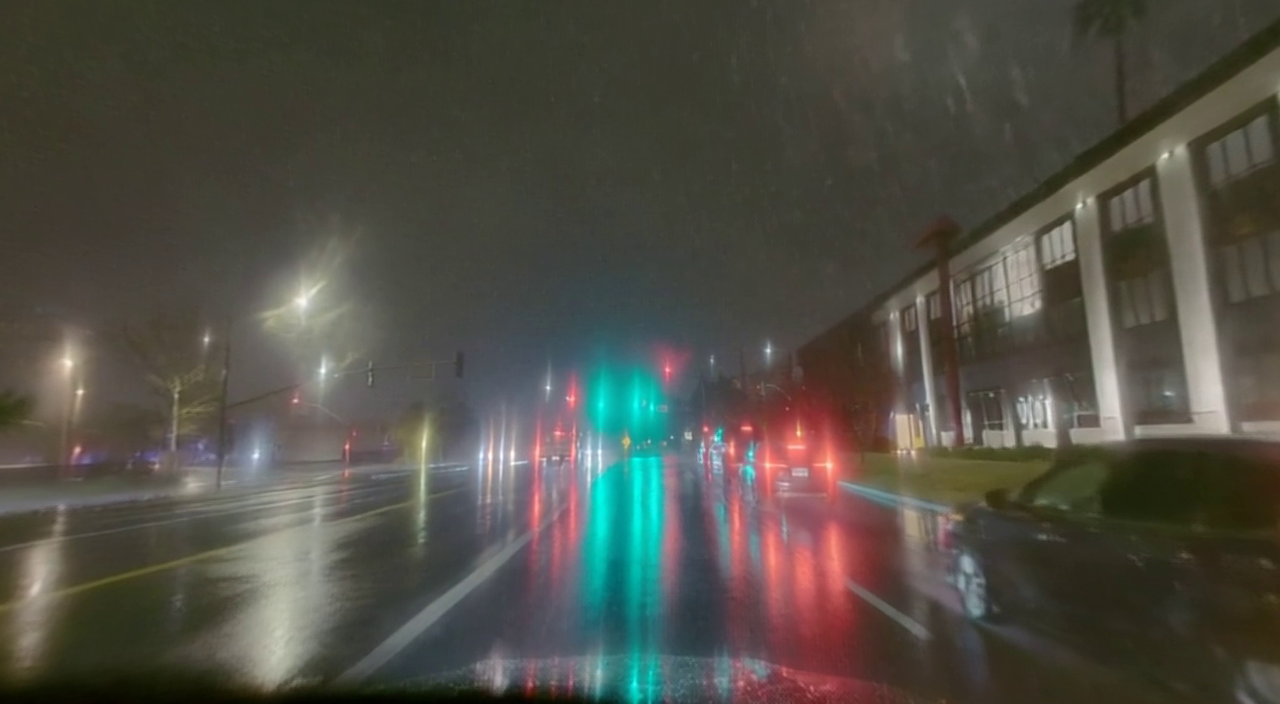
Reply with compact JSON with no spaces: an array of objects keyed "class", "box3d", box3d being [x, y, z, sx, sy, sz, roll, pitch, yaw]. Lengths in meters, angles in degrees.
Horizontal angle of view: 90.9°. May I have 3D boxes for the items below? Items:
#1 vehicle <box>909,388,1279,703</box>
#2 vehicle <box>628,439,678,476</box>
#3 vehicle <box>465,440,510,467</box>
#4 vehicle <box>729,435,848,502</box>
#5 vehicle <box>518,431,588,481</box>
[{"class":"vehicle","box3d":[3.259,0.992,3.090,1.948,1.474,4.360,0,-8,0]},{"class":"vehicle","box3d":[0.500,4.437,26.751,1.971,1.433,3.923,0,-8,0]},{"class":"vehicle","box3d":[-10.147,6.764,42.204,1.989,1.598,4.054,-1,-8,0]},{"class":"vehicle","box3d":[3.579,2.882,16.032,1.913,1.463,4.198,0,-8,-1]},{"class":"vehicle","box3d":[-3.252,3.989,24.478,2.023,1.720,4.452,0,-8,1]}]
